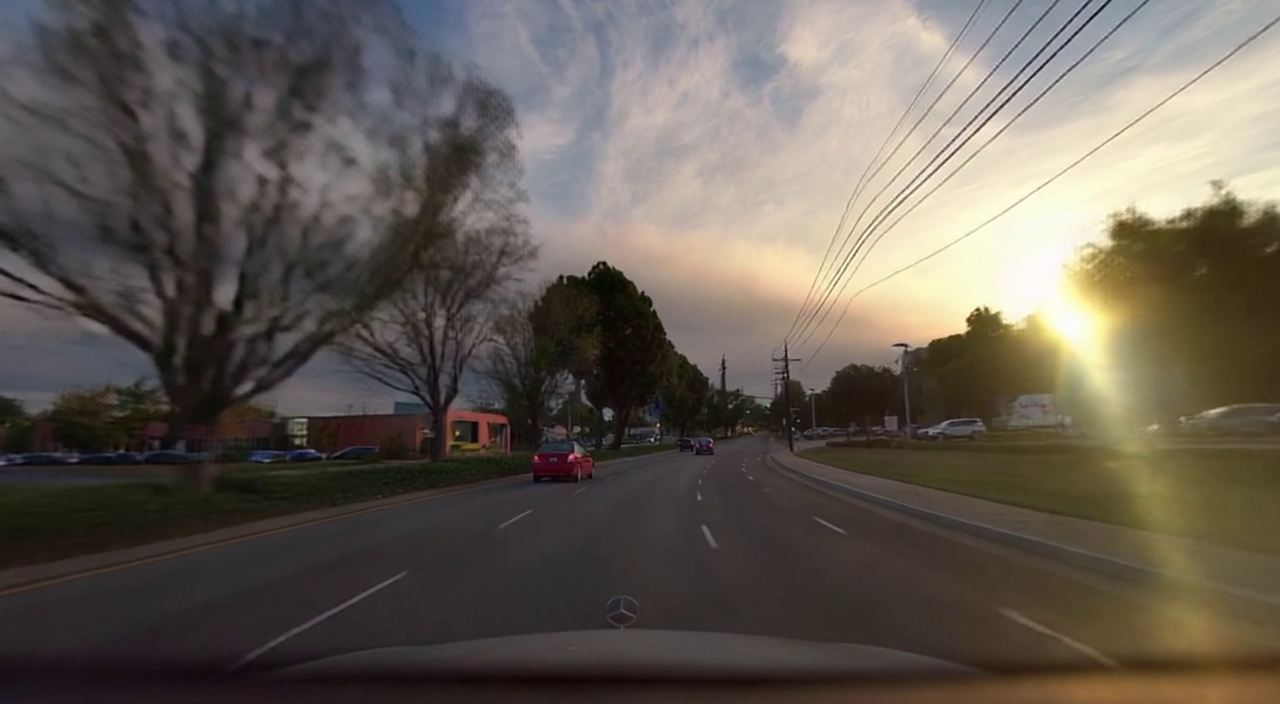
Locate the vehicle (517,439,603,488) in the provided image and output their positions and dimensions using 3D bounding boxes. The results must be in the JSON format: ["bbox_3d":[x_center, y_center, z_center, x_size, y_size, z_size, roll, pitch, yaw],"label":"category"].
[{"bbox_3d":[-2.638,3.810,21.976,1.928,1.488,4.635,-1,-8,6],"label":"vehicle"}]
